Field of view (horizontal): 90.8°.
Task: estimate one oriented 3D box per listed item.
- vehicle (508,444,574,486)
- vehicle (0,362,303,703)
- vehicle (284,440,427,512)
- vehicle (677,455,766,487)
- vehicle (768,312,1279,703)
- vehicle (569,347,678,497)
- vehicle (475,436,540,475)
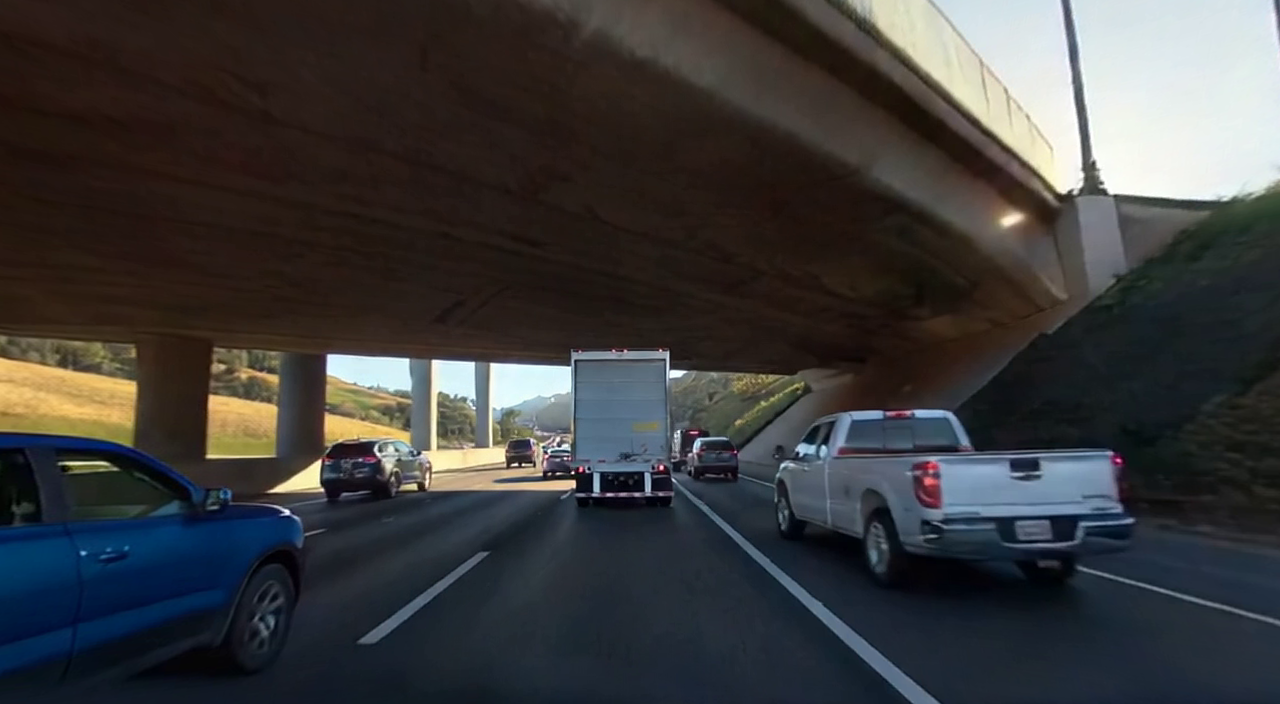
[{"bbox_3d":[-3.761,4.369,24.815,1.874,1.475,4.328,0,-9,0],"label":"vehicle"},{"bbox_3d":[-3.316,0.884,2.363,1.885,1.654,4.103,0,-9,-1],"label":"vehicle"},{"bbox_3d":[-7.069,3.104,16.235,1.766,1.585,4.094,0,-9,-1],"label":"vehicle"},{"bbox_3d":[2.977,4.568,24.665,2.635,1.036,5.568,0,-9,-1],"label":"vehicle"},{"bbox_3d":[2.630,1.184,4.801,2.098,1.827,5.538,0,-9,-1],"label":"vehicle"},{"bbox_3d":[-0.391,2.676,22.428,2.906,4.040,10.743,0,-9,1],"label":"vehicle"},{"bbox_3d":[-7.305,5.771,35.448,2.344,1.954,5.579,0,-9,1],"label":"vehicle"}]
